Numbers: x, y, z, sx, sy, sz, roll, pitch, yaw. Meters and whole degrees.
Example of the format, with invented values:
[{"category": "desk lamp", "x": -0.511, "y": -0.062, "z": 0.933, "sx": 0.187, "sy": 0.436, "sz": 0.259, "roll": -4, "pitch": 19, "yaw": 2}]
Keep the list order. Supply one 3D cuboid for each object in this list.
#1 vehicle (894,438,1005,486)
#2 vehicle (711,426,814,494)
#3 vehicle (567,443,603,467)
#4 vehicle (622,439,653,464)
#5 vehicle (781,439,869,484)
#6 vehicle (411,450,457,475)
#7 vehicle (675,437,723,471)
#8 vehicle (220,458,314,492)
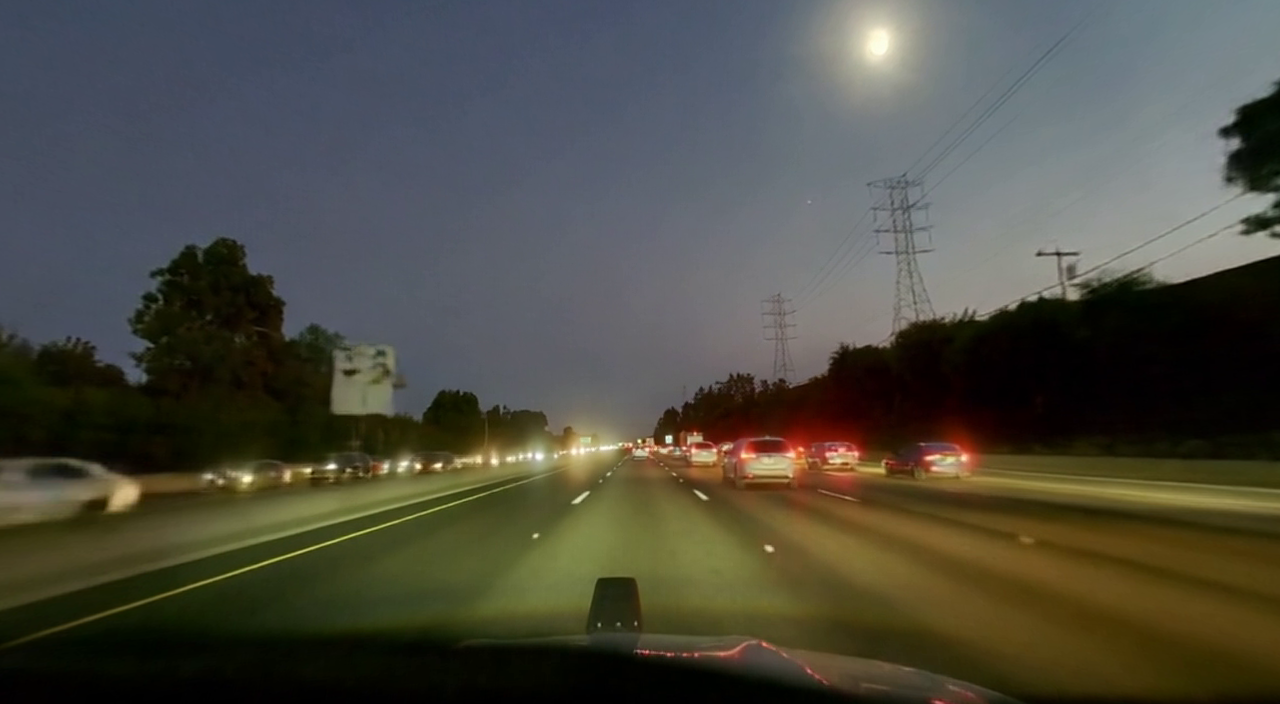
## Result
[{"category": "vehicle", "x": 10.520, "y": 3.738, "z": 21.740, "sx": 1.850, "sy": 1.492, "sz": 3.767, "roll": 0, "pitch": -8, "yaw": -1}, {"category": "vehicle", "x": 3.601, "y": 3.287, "z": 19.487, "sx": 2.138, "sy": 1.826, "sz": 4.783, "roll": 0, "pitch": -8, "yaw": -1}, {"category": "vehicle", "x": -3.667, "y": 6.937, "z": 42.544, "sx": 2.051, "sy": 1.510, "sz": 4.373, "roll": 0, "pitch": -8, "yaw": 0}, {"category": "vehicle", "x": -0.213, "y": 7.641, "z": 48.459, "sx": 2.314, "sy": 1.796, "sz": 4.254, "roll": 0, "pitch": -8, "yaw": -1}, {"category": "vehicle", "x": 6.857, "y": 4.097, "z": 23.894, "sx": 1.909, "sy": 1.507, "sz": 4.471, "roll": 0, "pitch": -8, "yaw": -1}, {"category": "vehicle", "x": -15.119, "y": 8.118, "z": 46.432, "sx": 1.898, "sy": 1.685, "sz": 4.371, "roll": 0, "pitch": -8, "yaw": 1}, {"category": "vehicle", "x": 3.248, "y": 5.710, "z": 35.461, "sx": 2.111, "sy": 1.755, "sz": 4.459, "roll": 0, "pitch": -8, "yaw": -2}, {"category": "vehicle", "x": -18.998, "y": 6.267, "z": 32.341, "sx": 1.941, "sy": 1.477, "sz": 4.644, "roll": 0, "pitch": -8, "yaw": 1}]
